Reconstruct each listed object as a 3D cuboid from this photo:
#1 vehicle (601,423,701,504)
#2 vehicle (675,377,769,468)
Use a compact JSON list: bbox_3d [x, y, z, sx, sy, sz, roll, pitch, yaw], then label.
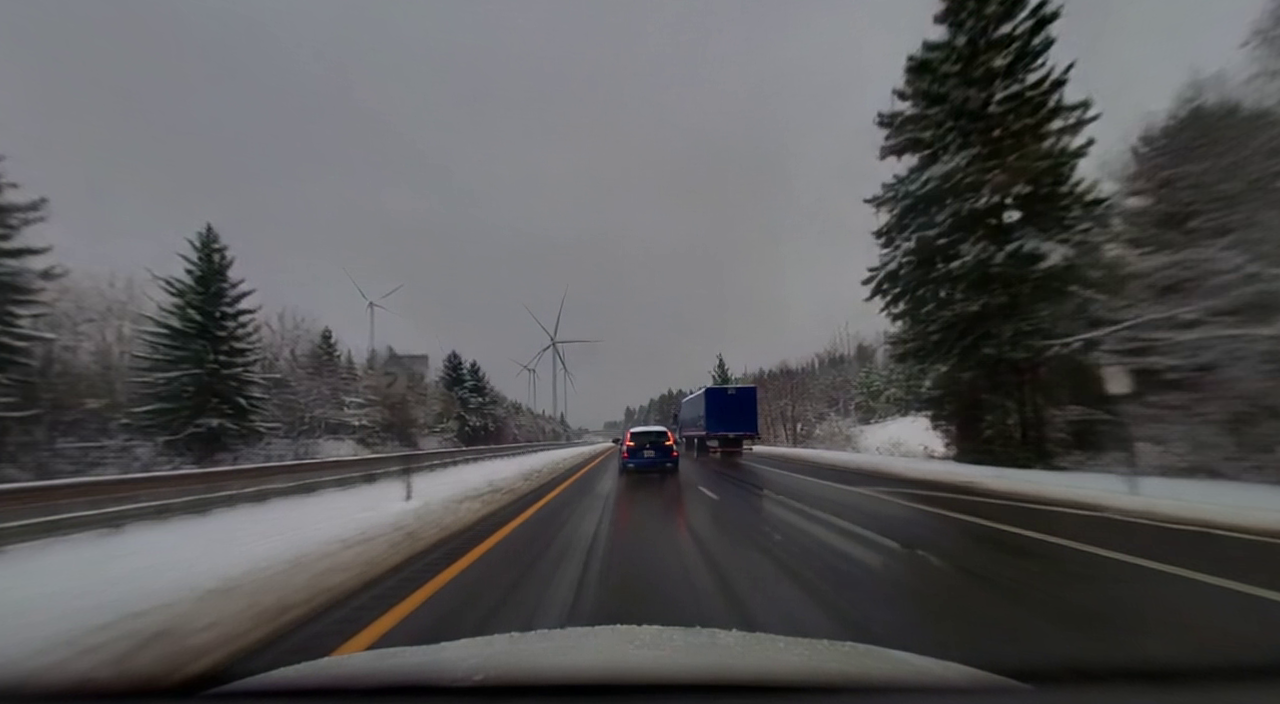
[{"bbox_3d":[0.158,2.561,15.037,2.038,1.624,4.312,0,-8,-2],"label":"vehicle"},{"bbox_3d":[4.108,4.155,35.884,3.129,4.126,14.913,0,-8,-1],"label":"vehicle"}]
